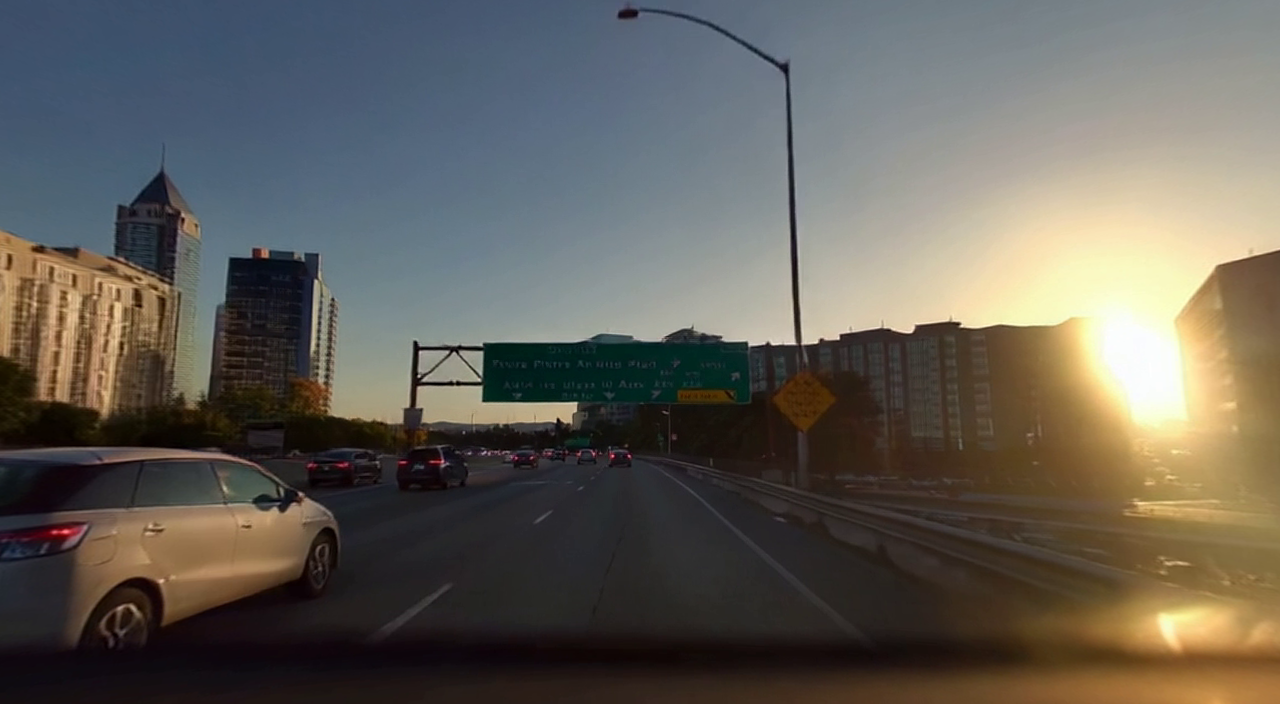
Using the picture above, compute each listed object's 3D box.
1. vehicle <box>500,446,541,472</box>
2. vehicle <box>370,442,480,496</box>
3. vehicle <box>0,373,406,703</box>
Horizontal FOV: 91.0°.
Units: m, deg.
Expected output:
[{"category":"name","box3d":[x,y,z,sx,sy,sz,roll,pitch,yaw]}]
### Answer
[{"category":"vehicle","box3d":[-8.404,7.561,44.651,2.065,1.689,4.399,0,-9,-1]},{"category":"vehicle","box3d":[-7.169,3.925,21.565,2.075,1.642,4.638,0,-9,1]},{"category":"vehicle","box3d":[-3.670,1.261,4.635,2.036,1.717,4.592,0,-9,1]}]
